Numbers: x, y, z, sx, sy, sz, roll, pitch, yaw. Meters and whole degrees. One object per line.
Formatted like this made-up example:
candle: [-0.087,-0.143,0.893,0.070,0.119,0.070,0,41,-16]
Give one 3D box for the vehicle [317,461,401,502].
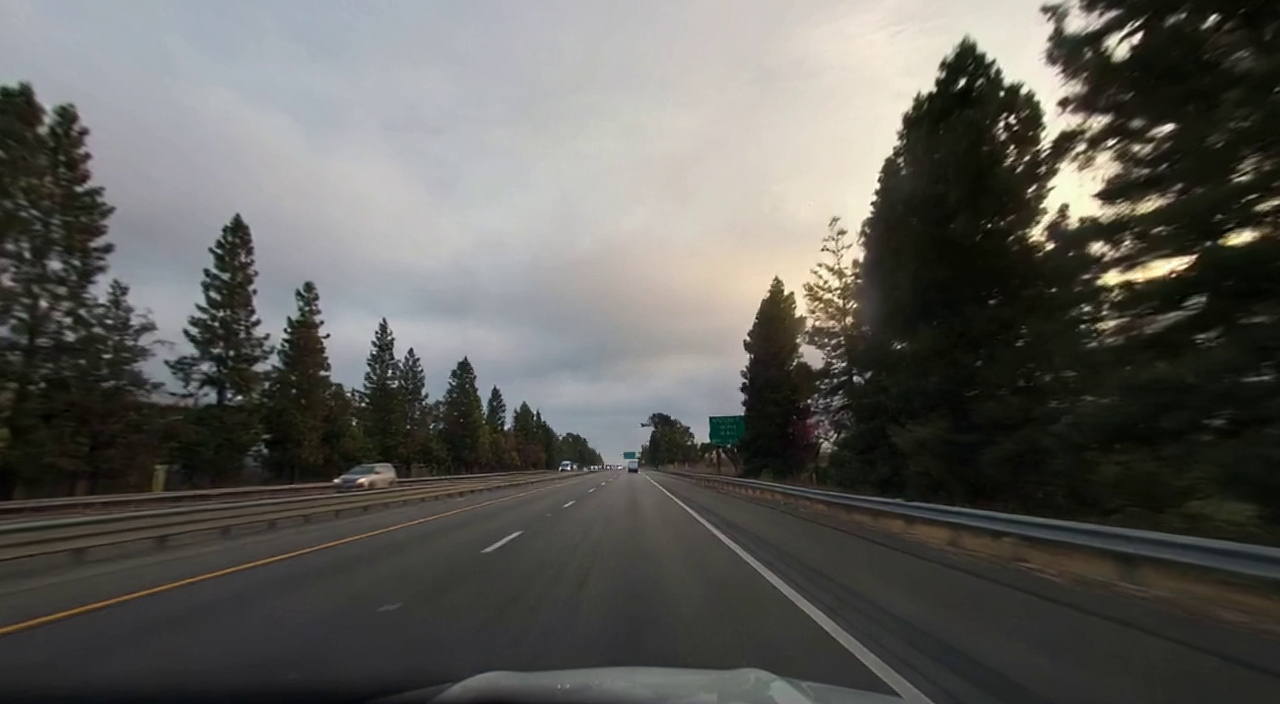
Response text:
vehicle: [-13.227,6.117,29.994,1.936,1.728,4.486,1,-11,0]
